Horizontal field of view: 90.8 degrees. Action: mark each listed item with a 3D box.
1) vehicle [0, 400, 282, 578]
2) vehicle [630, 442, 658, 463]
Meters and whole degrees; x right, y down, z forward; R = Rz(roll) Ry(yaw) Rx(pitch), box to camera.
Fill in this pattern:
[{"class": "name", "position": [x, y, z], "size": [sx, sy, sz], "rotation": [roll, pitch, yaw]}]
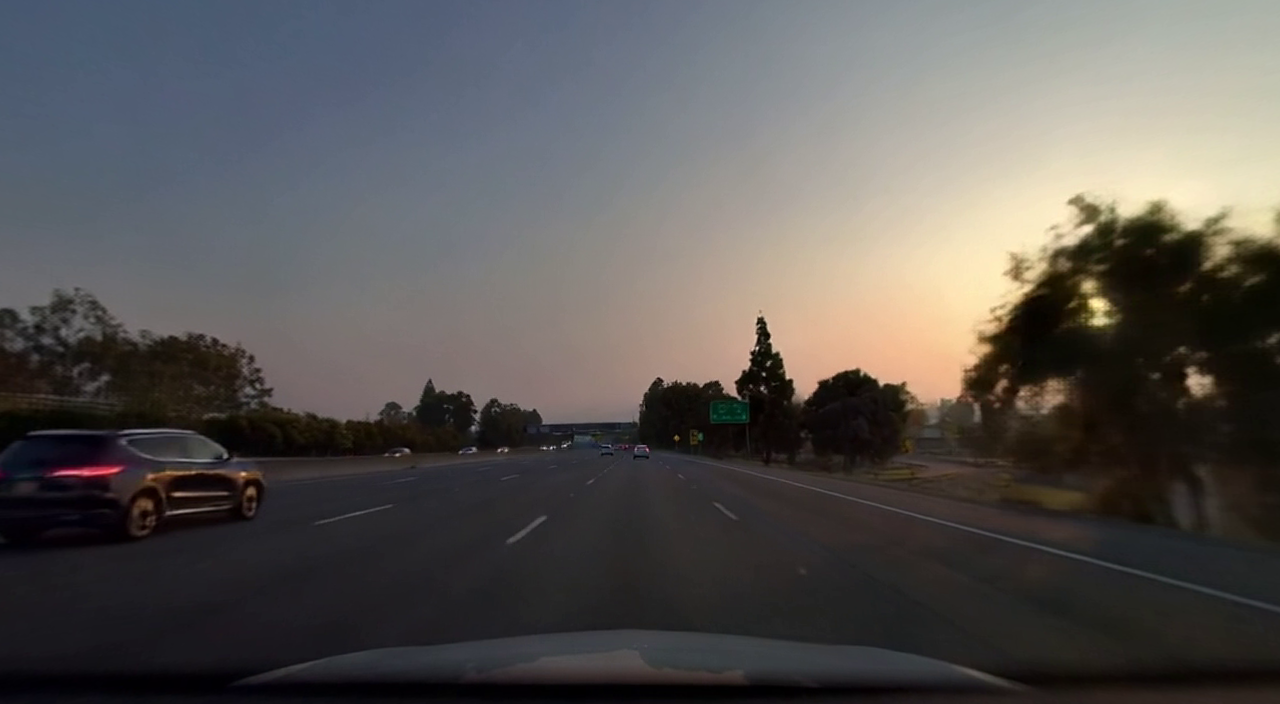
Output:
[{"class": "vehicle", "position": [-7.479, 1.740, 8.859], "size": [2.032, 1.808, 4.776], "rotation": [0, -8, 1]}, {"class": "vehicle", "position": [0.281, 7.742, 48.789], "size": [2.021, 1.528, 4.154], "rotation": [0, -8, -1]}]
